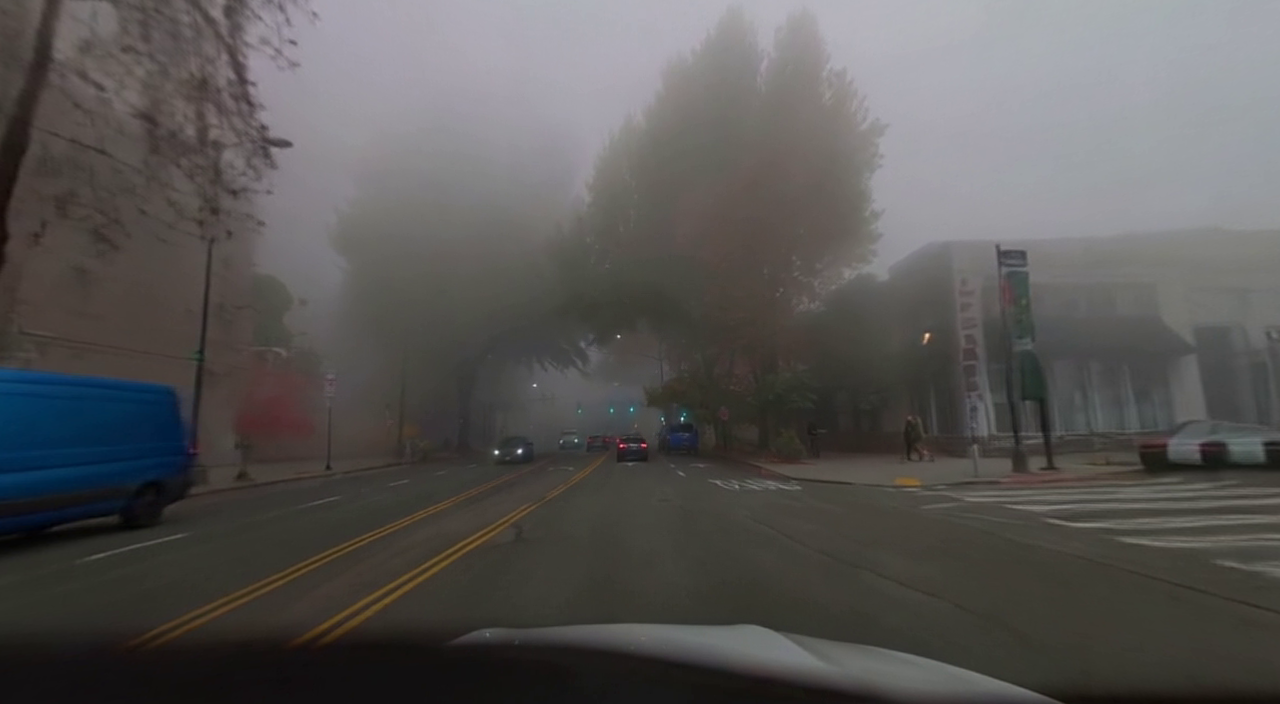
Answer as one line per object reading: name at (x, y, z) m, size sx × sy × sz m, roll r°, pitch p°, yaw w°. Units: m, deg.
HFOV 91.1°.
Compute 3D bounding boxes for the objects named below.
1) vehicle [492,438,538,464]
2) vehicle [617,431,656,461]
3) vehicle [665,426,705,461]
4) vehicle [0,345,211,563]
vehicle at (-7.600, 6.009, 38.621) m, size 2.121 × 1.489 × 4.430 m, roll 0°, pitch -8°, yaw -4°
vehicle at (-0.264, 5.733, 38.651) m, size 2.274 × 1.736 × 4.083 m, roll 0°, pitch -8°, yaw -1°
vehicle at (2.685, 5.547, 38.351) m, size 2.147 × 1.968 × 4.478 m, roll 0°, pitch -8°, yaw 0°
vehicle at (-8.897, 1.343, 8.379) m, size 2.348 × 2.588 × 5.860 m, roll 0°, pitch -8°, yaw -2°
